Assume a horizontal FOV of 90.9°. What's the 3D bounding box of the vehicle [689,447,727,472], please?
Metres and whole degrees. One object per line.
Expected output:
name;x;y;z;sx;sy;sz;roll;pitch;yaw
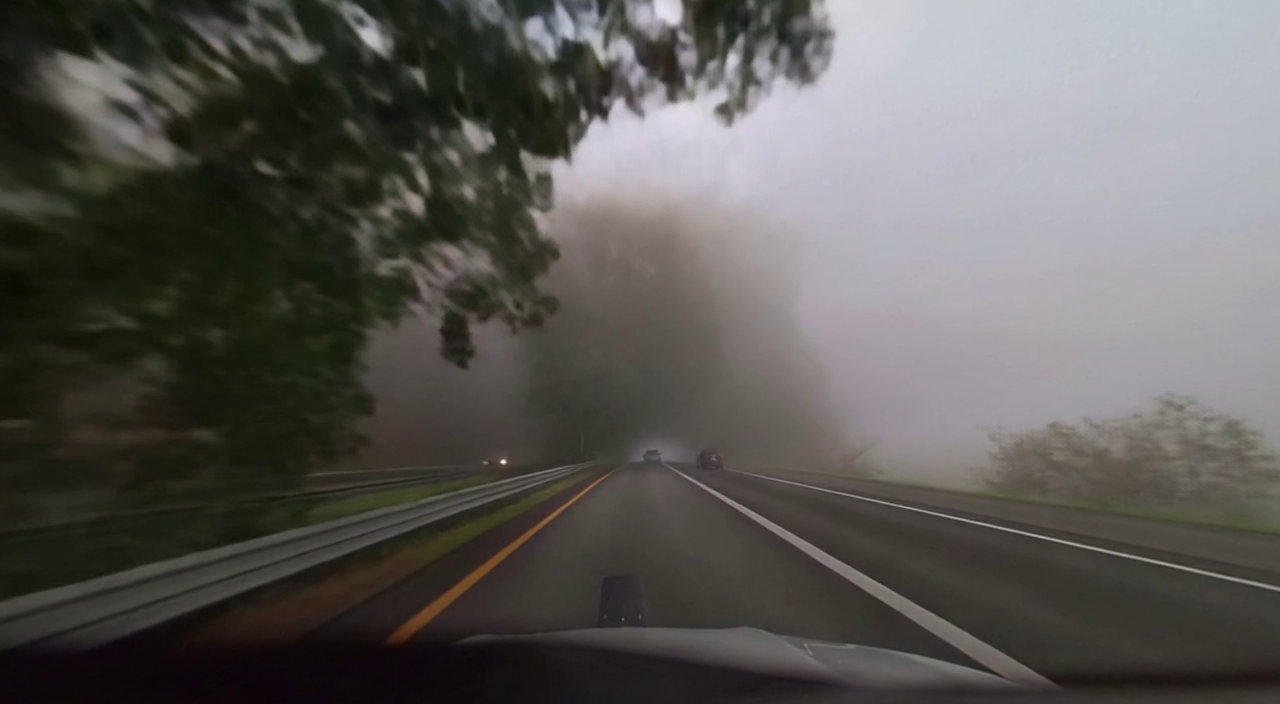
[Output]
vehicle;4.280;6.853;40.236;1.846;1.485;3.679;0;-9;-3

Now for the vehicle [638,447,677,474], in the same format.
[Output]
vehicle;0.962;6.406;37.274;2.162;1.492;3.975;0;-9;-1
